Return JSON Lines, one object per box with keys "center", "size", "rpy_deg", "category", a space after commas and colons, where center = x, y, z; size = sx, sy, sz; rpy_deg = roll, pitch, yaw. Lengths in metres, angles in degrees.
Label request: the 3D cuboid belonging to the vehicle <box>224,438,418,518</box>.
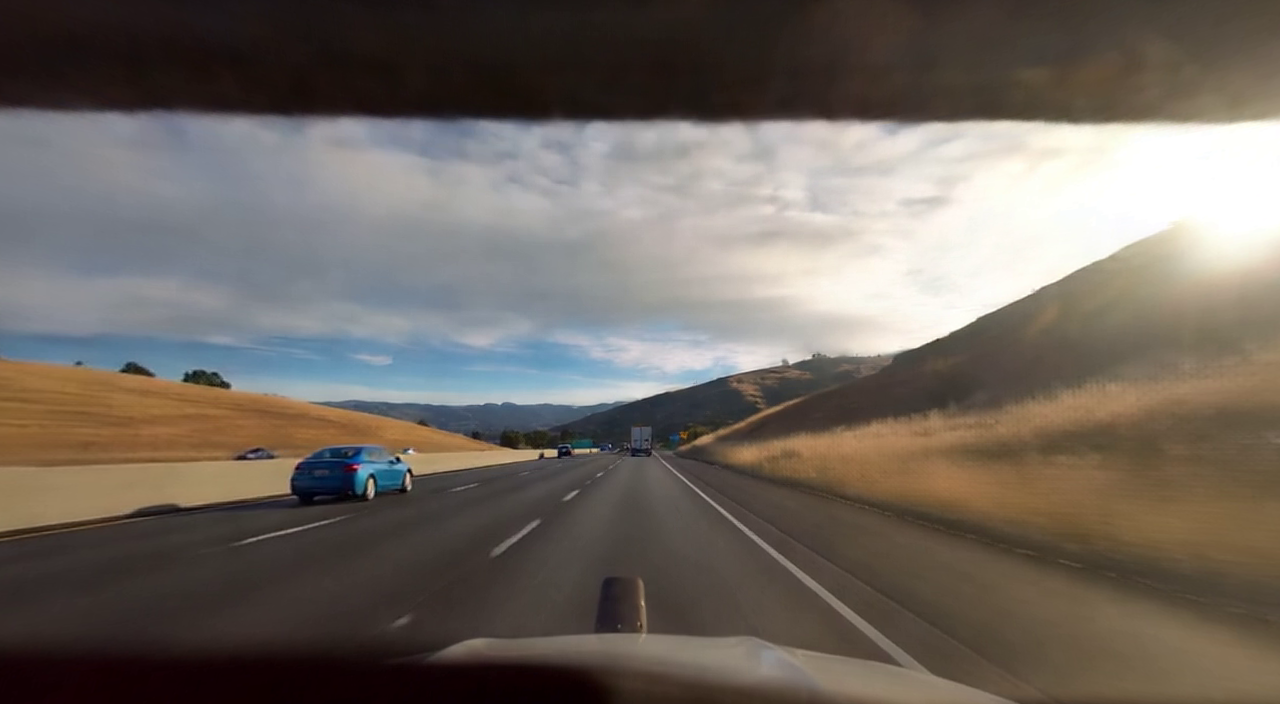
{"center": [-7.104, 2.826, 14.744], "size": [2.096, 1.541, 4.610], "rpy_deg": [0, -8, 0], "category": "vehicle"}
